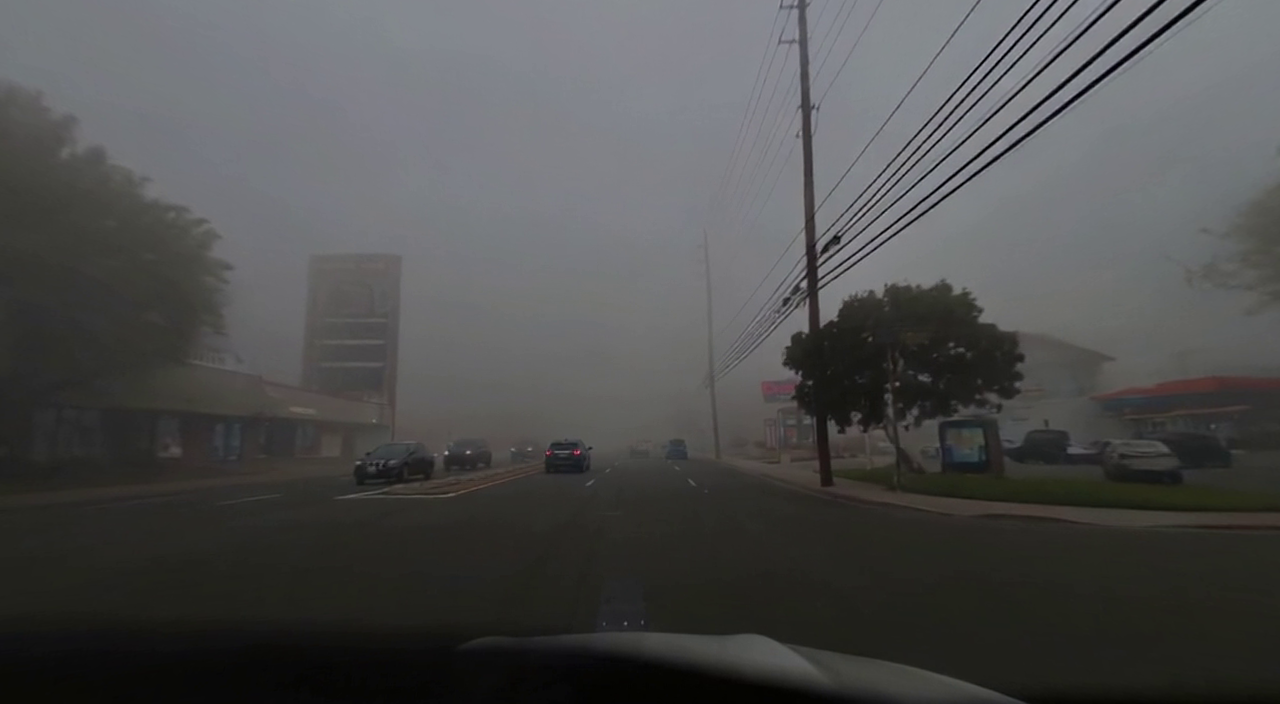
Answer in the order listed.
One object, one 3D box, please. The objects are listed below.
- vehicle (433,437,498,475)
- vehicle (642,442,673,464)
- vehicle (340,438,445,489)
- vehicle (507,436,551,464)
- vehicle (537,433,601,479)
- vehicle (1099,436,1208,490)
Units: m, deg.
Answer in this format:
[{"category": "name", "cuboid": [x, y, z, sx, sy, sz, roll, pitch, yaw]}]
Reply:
[{"category": "vehicle", "cuboid": [-7.969, 4.773, 29.153, 1.795, 1.607, 4.059, 0, -8, 1]}, {"category": "vehicle", "cuboid": [1.218, 6.896, 43.224, 1.978, 1.455, 4.195, 0, -8, 2]}, {"category": "vehicle", "cuboid": [-7.834, 3.544, 20.366, 1.760, 1.487, 3.890, 0, -8, 1]}, {"category": "vehicle", "cuboid": [-7.611, 6.797, 43.797, 2.009, 1.773, 4.925, 0, -8, 2]}, {"category": "vehicle", "cuboid": [-2.754, 4.165, 25.405, 2.047, 1.664, 4.148, 0, -8, 1]}, {"category": "vehicle", "cuboid": [16.486, 3.538, 20.529, 2.080, 1.530, 5.079, -5, -10, 32]}]
